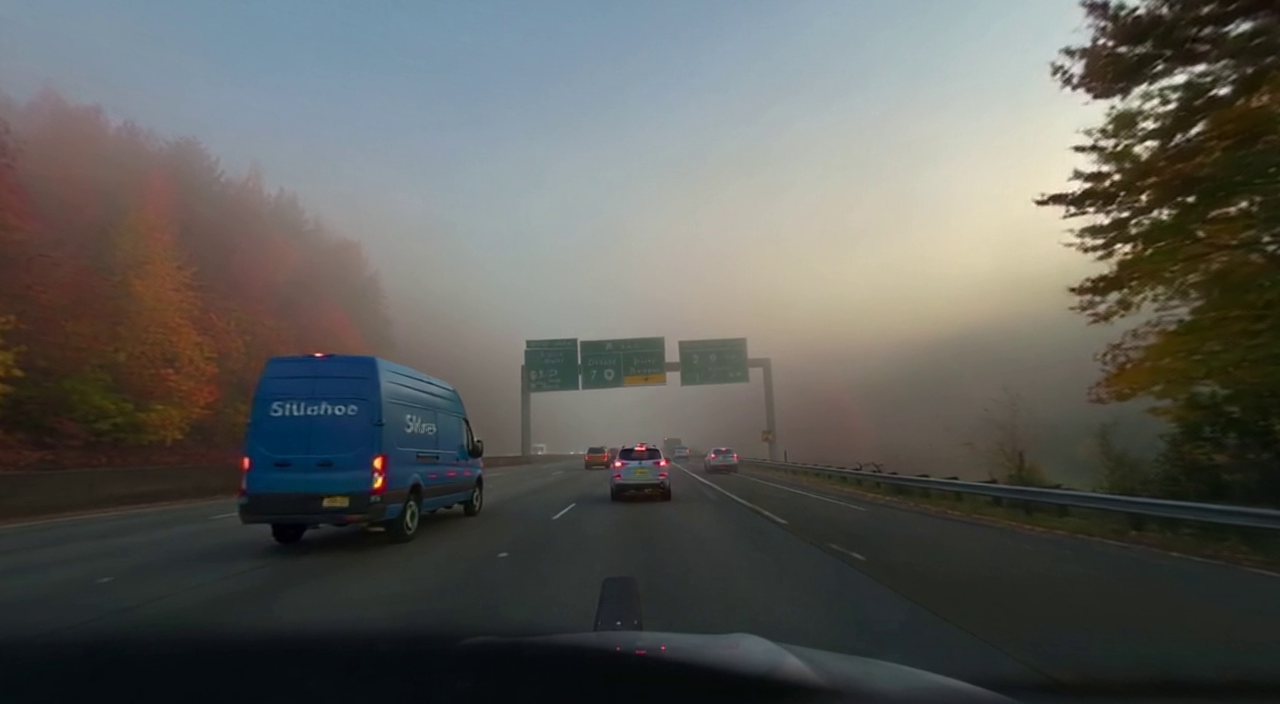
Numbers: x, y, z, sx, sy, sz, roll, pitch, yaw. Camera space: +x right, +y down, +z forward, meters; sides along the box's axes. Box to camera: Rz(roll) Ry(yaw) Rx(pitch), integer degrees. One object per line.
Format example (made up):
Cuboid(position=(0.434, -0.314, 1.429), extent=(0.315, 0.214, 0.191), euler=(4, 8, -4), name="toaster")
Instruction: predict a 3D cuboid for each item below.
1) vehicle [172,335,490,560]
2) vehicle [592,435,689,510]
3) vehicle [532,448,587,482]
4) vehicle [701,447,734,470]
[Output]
Cuboid(position=(-4.397, 1.568, 10.486), extent=(2.275, 2.692, 5.810), euler=(0, -9, 0), name="vehicle")
Cuboid(position=(0.019, 3.051, 16.326), extent=(2.195, 1.679, 4.070), euler=(0, -9, 1), name="vehicle")
Cuboid(position=(-3.759, 5.353, 29.998), extent=(2.015, 1.496, 4.312), euler=(0, -9, 1), name="vehicle")
Cuboid(position=(5.511, 7.642, 45.124), extent=(1.962, 1.503, 4.432), euler=(-1, -9, 2), name="vehicle")
